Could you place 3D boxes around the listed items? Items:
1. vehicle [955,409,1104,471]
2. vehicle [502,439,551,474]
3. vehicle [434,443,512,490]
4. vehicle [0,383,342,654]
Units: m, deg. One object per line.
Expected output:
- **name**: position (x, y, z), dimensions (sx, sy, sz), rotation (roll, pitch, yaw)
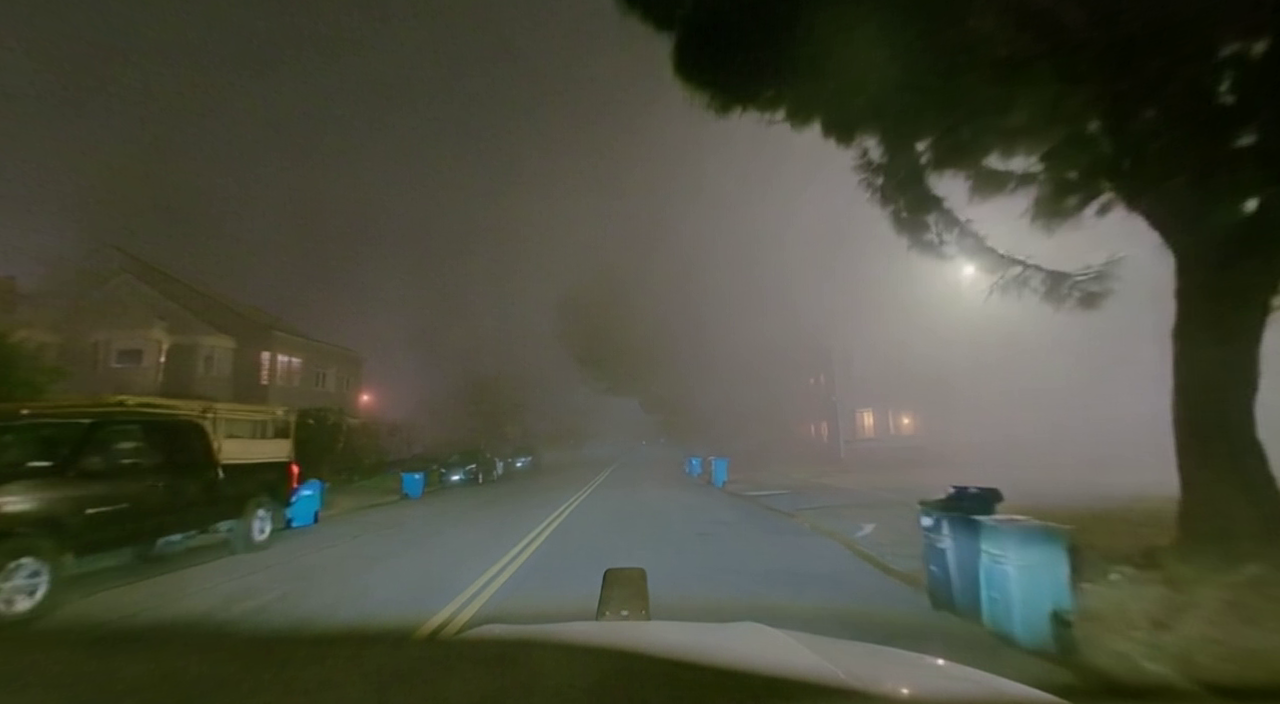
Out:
- **vehicle**: position (12.754, 2.916, 21.080), dimensions (1.936, 1.687, 4.714), rotation (-5, -7, 1)
- **vehicle**: position (-6.839, 6.279, 38.396), dimensions (2.169, 1.871, 4.762), rotation (-3, -8, -2)
- **vehicle**: position (-6.549, 4.490, 25.204), dimensions (1.945, 1.530, 4.430), rotation (-4, -7, -2)
- **vehicle**: position (-6.313, 1.538, 7.773), dimensions (2.223, 2.115, 5.707), rotation (5, -4, 2)
